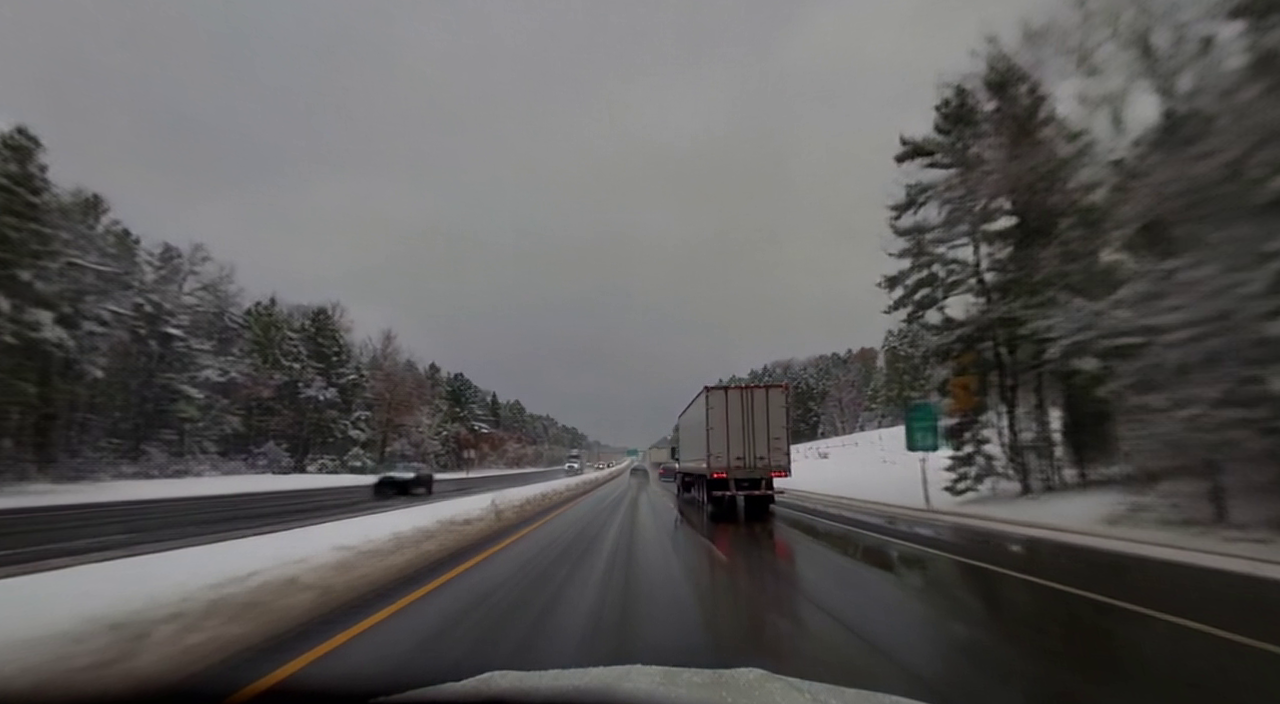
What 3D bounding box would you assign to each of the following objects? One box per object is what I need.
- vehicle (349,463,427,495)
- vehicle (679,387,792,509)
[{"bbox_3d":[-12.930,6.527,32.651,2.088,1.494,4.577,1,-10,1],"label":"vehicle"},{"bbox_3d":[3.665,4.525,28.434,2.863,4.088,14.040,1,-10,0],"label":"vehicle"}]
